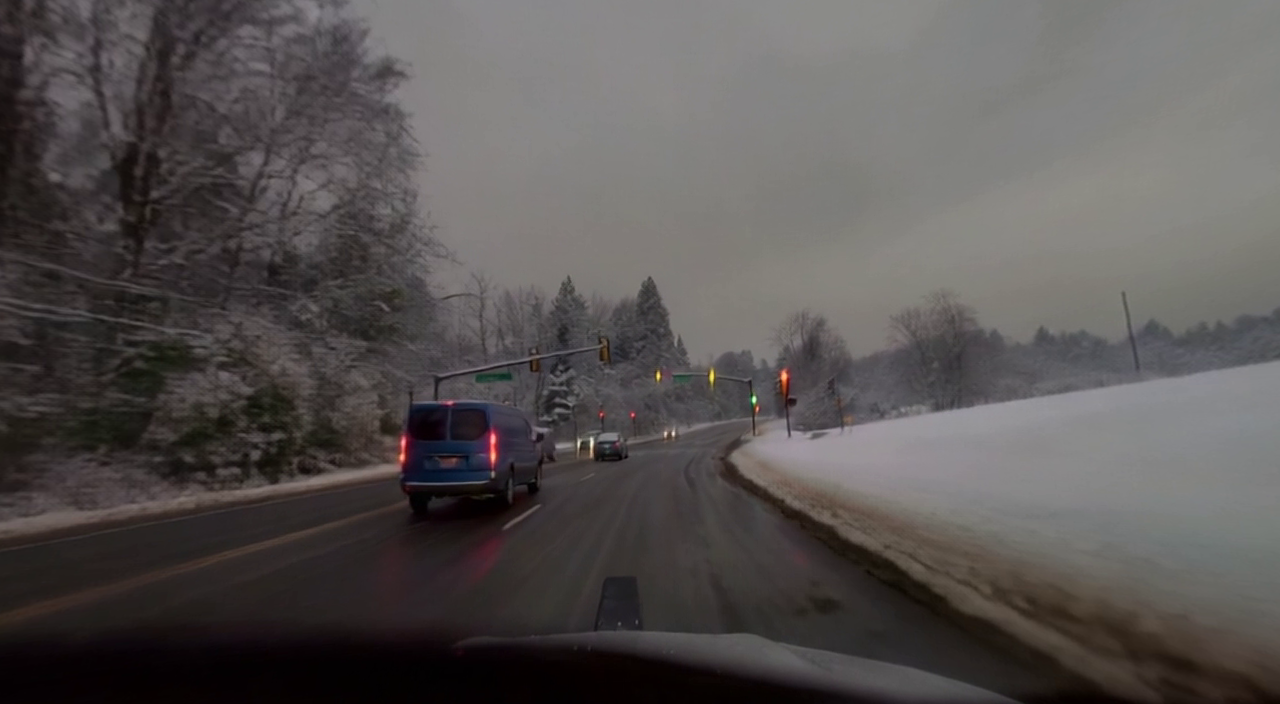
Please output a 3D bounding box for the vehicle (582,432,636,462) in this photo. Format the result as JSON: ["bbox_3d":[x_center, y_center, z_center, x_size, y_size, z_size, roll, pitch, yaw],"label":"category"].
[{"bbox_3d":[-1.576,5.082,33.879,2.088,1.484,4.572,-2,-8,8],"label":"vehicle"}]

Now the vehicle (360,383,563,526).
[{"bbox_3d":[-3.085,1.966,12.421,2.362,2.185,5.212,-1,-8,2],"label":"vehicle"}]
